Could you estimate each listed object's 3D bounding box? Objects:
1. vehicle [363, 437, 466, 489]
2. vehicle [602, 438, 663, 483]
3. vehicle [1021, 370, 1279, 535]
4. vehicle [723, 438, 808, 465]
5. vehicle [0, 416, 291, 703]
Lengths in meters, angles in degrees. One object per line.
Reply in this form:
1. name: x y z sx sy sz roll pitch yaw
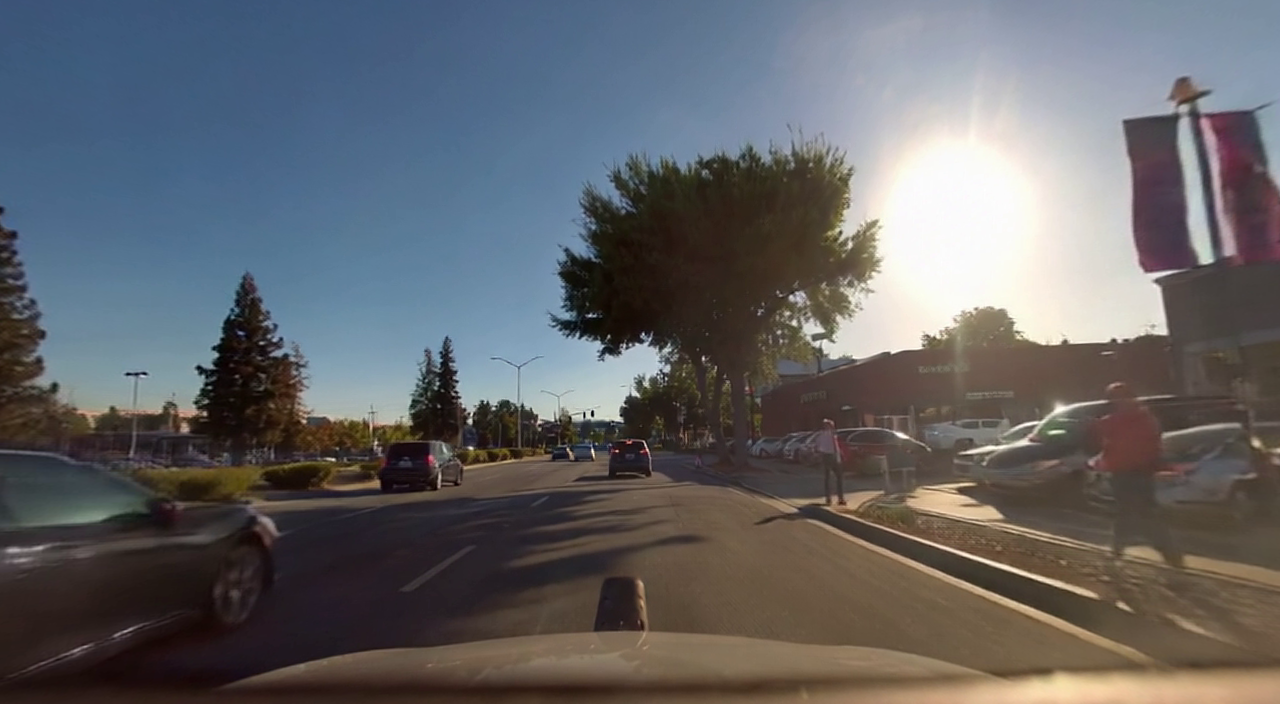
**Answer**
1. vehicle: -7.931 3.931 22.766 2.038 1.649 4.665 0 -9 -1
2. vehicle: -0.300 3.956 23.285 2.061 1.469 3.954 0 -9 -2
3. vehicle: 8.924 1.319 9.160 5.634 1.895 2.223 -1 -9 -13
4. vehicle: 7.386 5.907 37.558 4.619 1.523 1.873 0 -8 -1
5. vehicle: -3.993 1.042 3.000 1.973 1.456 4.850 0 -9 -1
